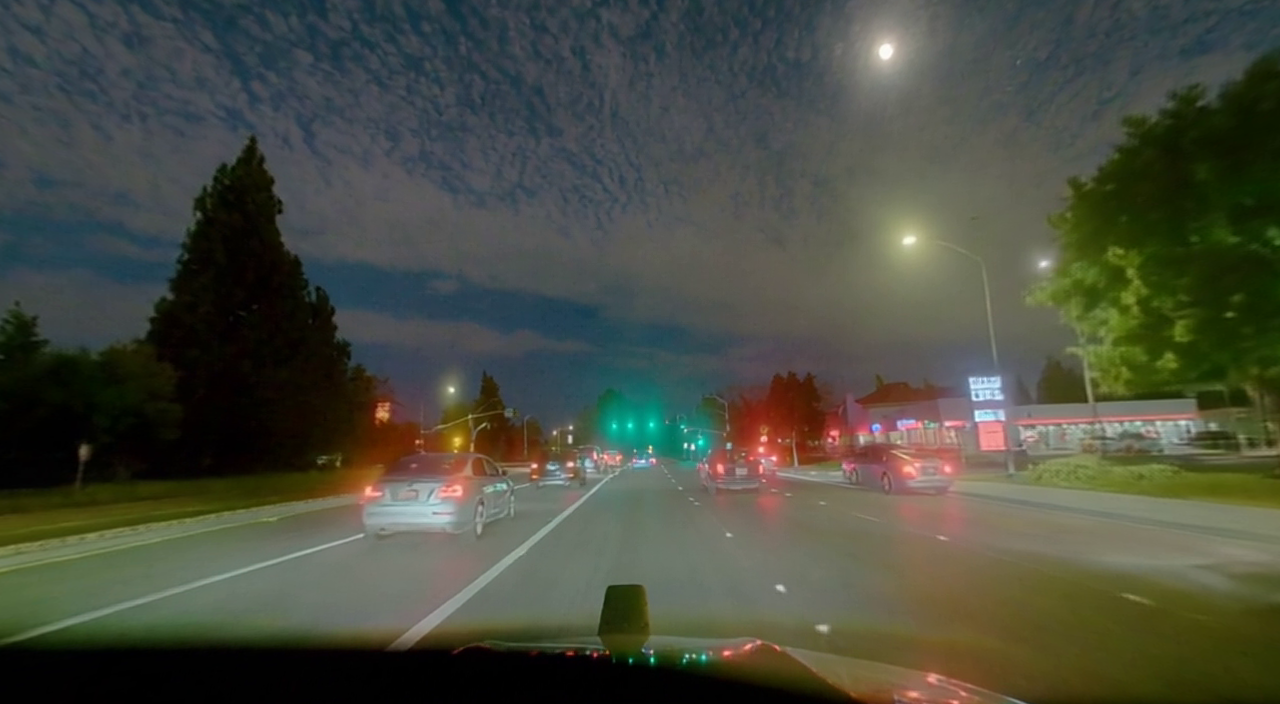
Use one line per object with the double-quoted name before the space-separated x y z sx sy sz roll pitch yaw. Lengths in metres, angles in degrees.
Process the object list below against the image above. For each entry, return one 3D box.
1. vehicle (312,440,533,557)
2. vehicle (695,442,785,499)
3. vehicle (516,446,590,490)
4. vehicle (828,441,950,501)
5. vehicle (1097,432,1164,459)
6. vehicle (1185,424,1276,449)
"vehicle" -3.127 2.194 10.201 1.952 1.457 4.372 0 -9 1
"vehicle" 2.898 3.550 19.264 2.004 1.512 4.206 0 -9 -1
"vehicle" -3.226 4.389 24.279 2.087 1.494 4.626 -1 -9 1
"vehicle" 7.285 3.522 19.068 2.070 1.547 4.941 -1 -9 5
"vehicle" 29.327 5.574 37.821 1.793 1.478 4.462 -5 -9 20
"vehicle" 44.789 6.458 47.914 1.895 1.633 4.537 8 -12 -29
